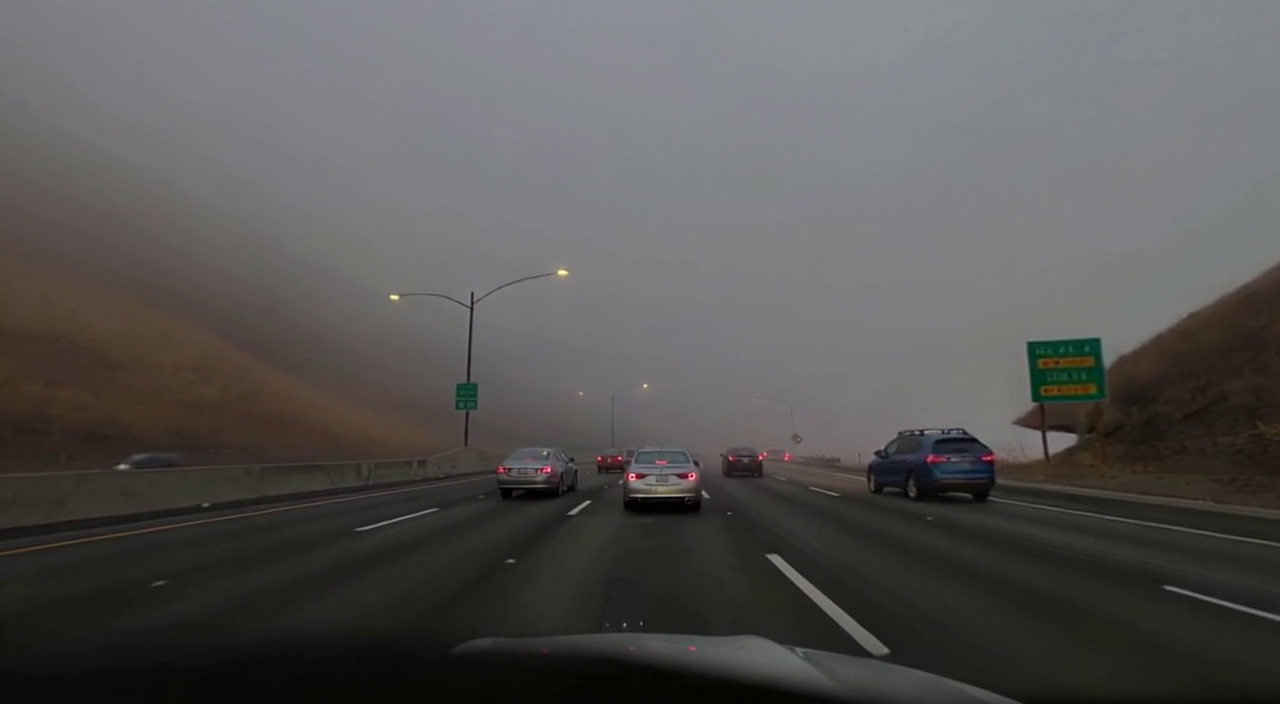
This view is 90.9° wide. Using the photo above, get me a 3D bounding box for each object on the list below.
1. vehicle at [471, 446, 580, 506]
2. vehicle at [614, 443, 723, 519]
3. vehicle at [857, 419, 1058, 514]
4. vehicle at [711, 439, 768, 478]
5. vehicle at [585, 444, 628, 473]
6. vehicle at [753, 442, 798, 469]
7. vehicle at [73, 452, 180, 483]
[{"bbox_3d":[-2.969,3.327,17.455,2.017,1.446,4.384,-1,-8,3],"label":"vehicle"},{"bbox_3d":[0.603,2.756,14.018,2.072,1.431,3.904,-1,-8,2],"label":"vehicle"},{"bbox_3d":[7.046,2.593,14.804,2.210,1.831,4.843,0,-8,1],"label":"vehicle"},{"bbox_3d":[4.631,5.034,30.034,2.083,1.693,4.740,0,-8,2],"label":"vehicle"},{"bbox_3d":[-1.918,6.291,37.417,2.034,1.572,4.444,-1,-8,4],"label":"vehicle"},{"bbox_3d":[8.595,6.593,40.485,2.032,1.580,4.928,-1,-8,3],"label":"vehicle"},{"bbox_3d":[-27.292,6.135,33.732,1.841,1.458,4.454,-1,-8,2],"label":"vehicle"}]
